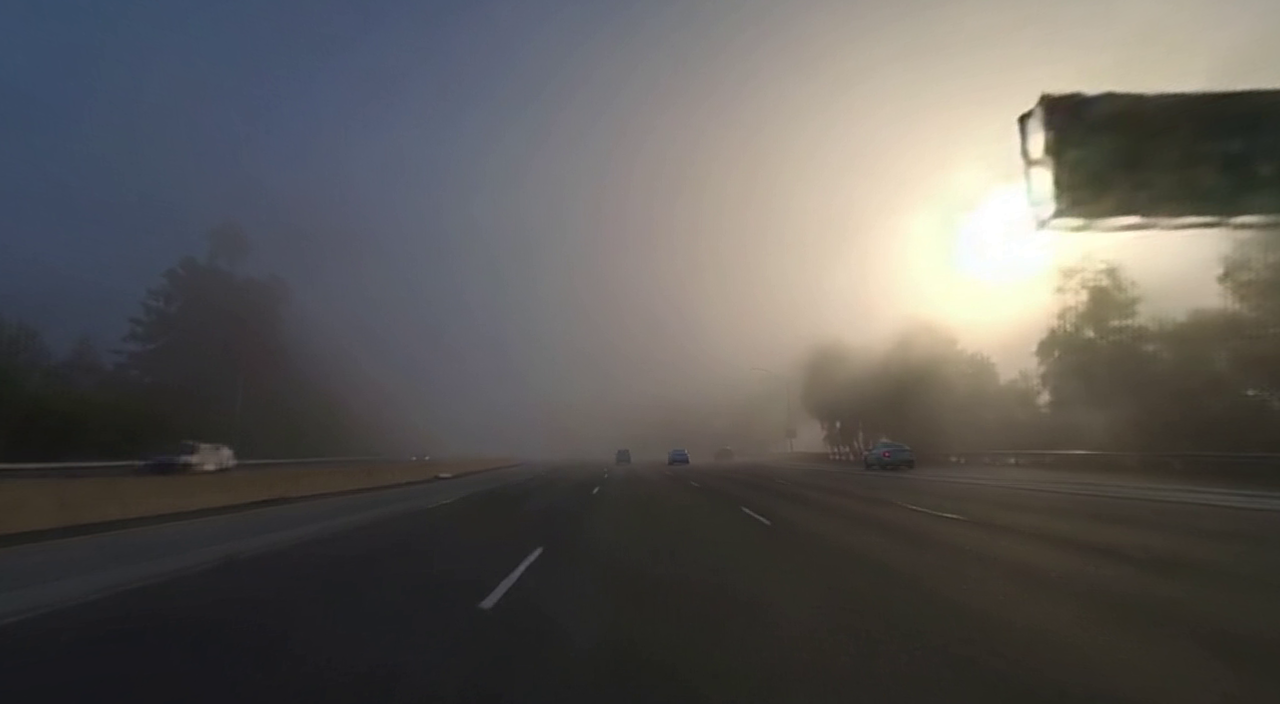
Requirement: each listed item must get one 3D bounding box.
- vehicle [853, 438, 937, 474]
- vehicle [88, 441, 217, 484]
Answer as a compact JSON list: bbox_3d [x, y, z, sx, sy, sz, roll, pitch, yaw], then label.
[{"bbox_3d":[13.699,5.649,34.269,2.107,1.803,5.385,0,-9,-2],"label":"vehicle"},{"bbox_3d":[-25.943,5.887,33.917,2.275,2.108,6.034,0,-9,-2],"label":"vehicle"}]
